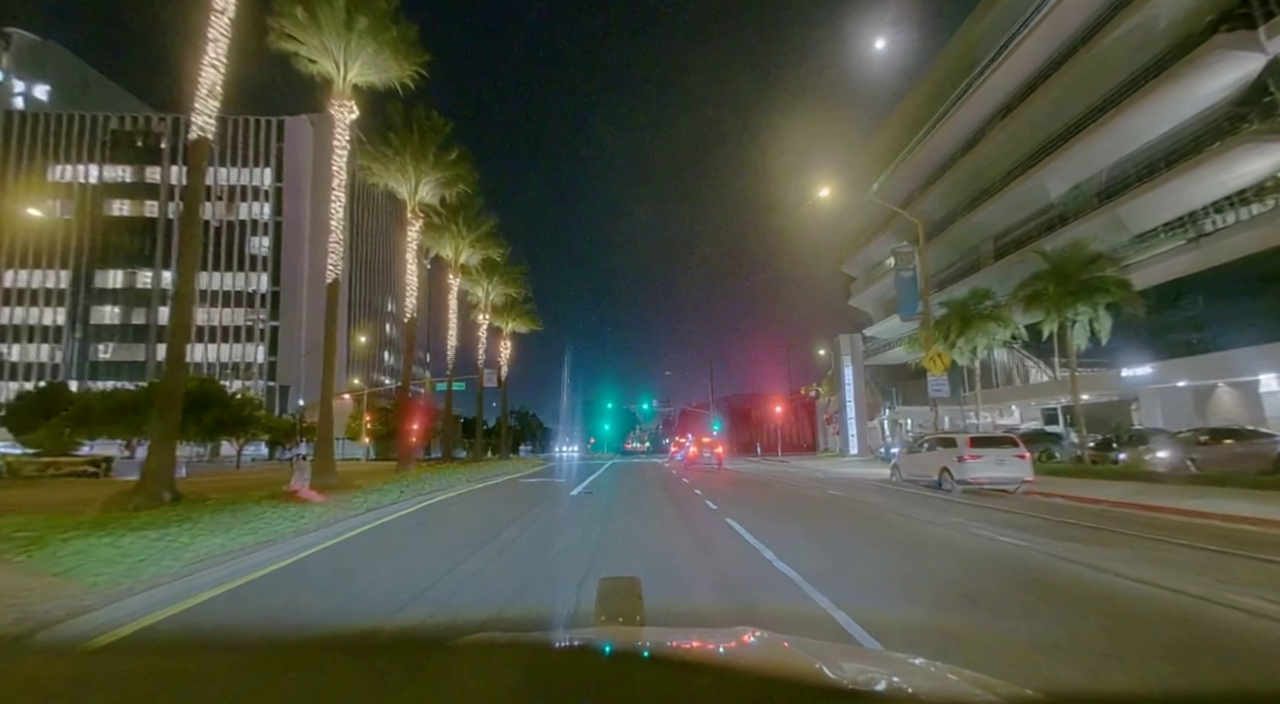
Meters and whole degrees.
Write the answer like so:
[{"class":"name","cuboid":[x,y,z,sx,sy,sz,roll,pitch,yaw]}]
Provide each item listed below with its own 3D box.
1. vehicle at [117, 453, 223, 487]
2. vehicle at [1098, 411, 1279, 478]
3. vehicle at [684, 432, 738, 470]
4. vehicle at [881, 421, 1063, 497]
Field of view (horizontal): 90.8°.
[{"class":"vehicle","cuboid":[-23.651,5.927,32.059,1.860,1.485,4.833,0,-9,-4]},{"class":"vehicle","cuboid":[16.052,2.555,17.505,5.010,1.723,2.113,0,-9,0]},{"class":"vehicle","cuboid":[3.521,5.015,32.139,2.060,1.756,4.770,0,-9,-2]},{"class":"vehicle","cuboid":[8.626,2.840,17.108,2.192,1.725,4.920,0,-9,-1]}]
